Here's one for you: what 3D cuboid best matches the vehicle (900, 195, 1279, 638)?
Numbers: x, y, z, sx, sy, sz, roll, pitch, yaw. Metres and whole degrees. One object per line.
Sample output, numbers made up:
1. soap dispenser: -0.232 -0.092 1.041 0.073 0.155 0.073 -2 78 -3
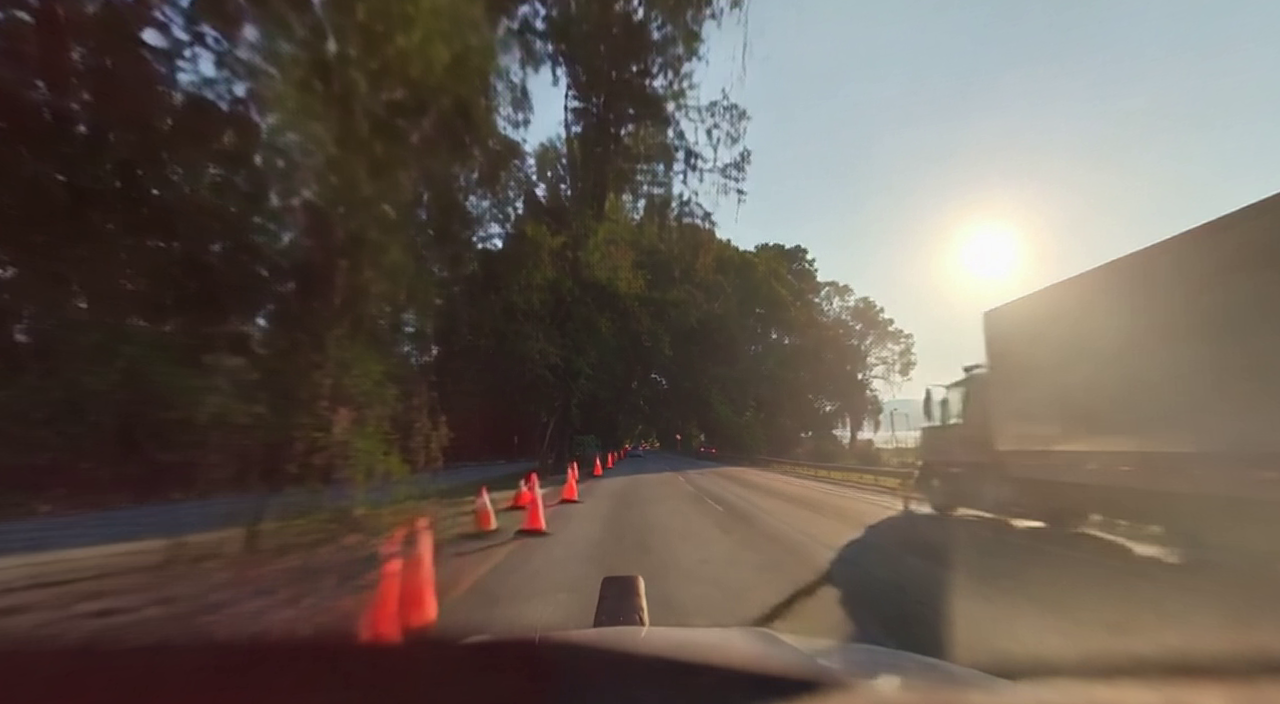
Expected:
1. vehicle: 6.323 0.717 6.436 2.664 3.418 11.107 0 -8 0
